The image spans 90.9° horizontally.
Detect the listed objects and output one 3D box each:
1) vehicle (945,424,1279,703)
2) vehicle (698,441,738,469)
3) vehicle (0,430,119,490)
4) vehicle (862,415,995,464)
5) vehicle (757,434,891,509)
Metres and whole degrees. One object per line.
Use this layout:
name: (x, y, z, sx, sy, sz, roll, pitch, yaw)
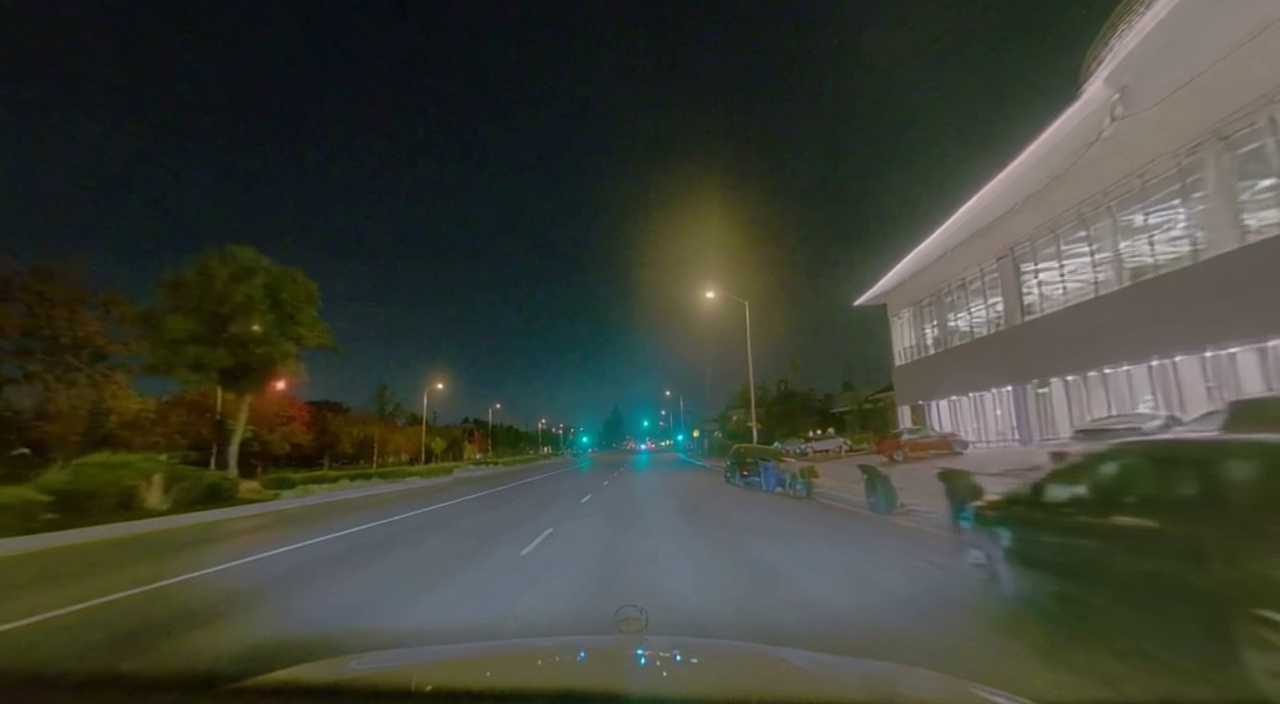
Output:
vehicle: (4.024, 1.202, 3.855, 2.026, 1.447, 4.721, 0, -8, 1)
vehicle: (4.748, 6.329, 39.004, 1.906, 1.620, 4.837, 0, -8, 0)
vehicle: (-36.129, 6.546, 38.635, 2.736, 3.317, 6.453, 0, -8, 0)
vehicle: (11.952, 3.652, 26.355, 4.433, 1.621, 1.995, -4, -8, 1)
vehicle: (4.406, 2.930, 16.074, 1.962, 1.590, 5.179, 0, -8, 1)
